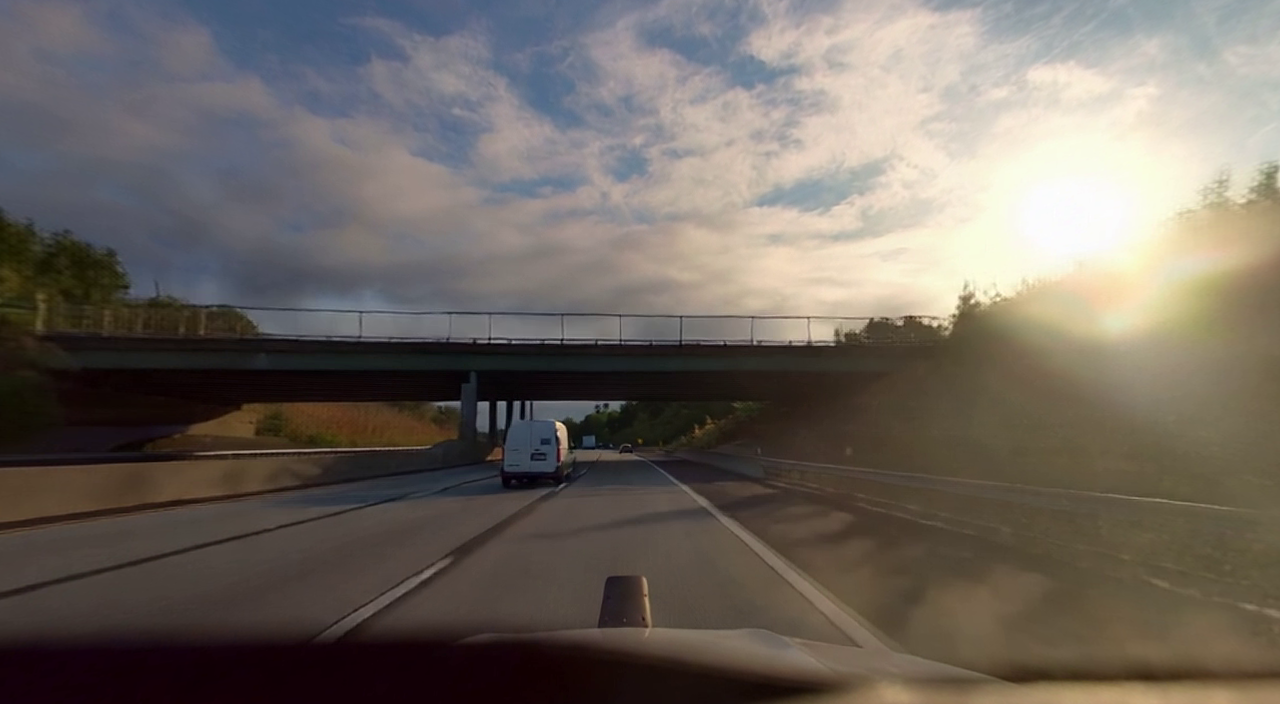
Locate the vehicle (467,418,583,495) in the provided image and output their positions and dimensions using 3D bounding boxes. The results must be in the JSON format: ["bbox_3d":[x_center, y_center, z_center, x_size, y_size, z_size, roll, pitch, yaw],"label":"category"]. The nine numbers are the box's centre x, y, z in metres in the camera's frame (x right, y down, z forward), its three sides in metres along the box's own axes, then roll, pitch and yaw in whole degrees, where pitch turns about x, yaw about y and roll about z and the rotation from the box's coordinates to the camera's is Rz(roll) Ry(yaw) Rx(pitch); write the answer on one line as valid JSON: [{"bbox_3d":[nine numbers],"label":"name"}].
[{"bbox_3d":[-3.067,2.952,18.107,2.372,1.891,5.061,0,-8,0],"label":"vehicle"}]
